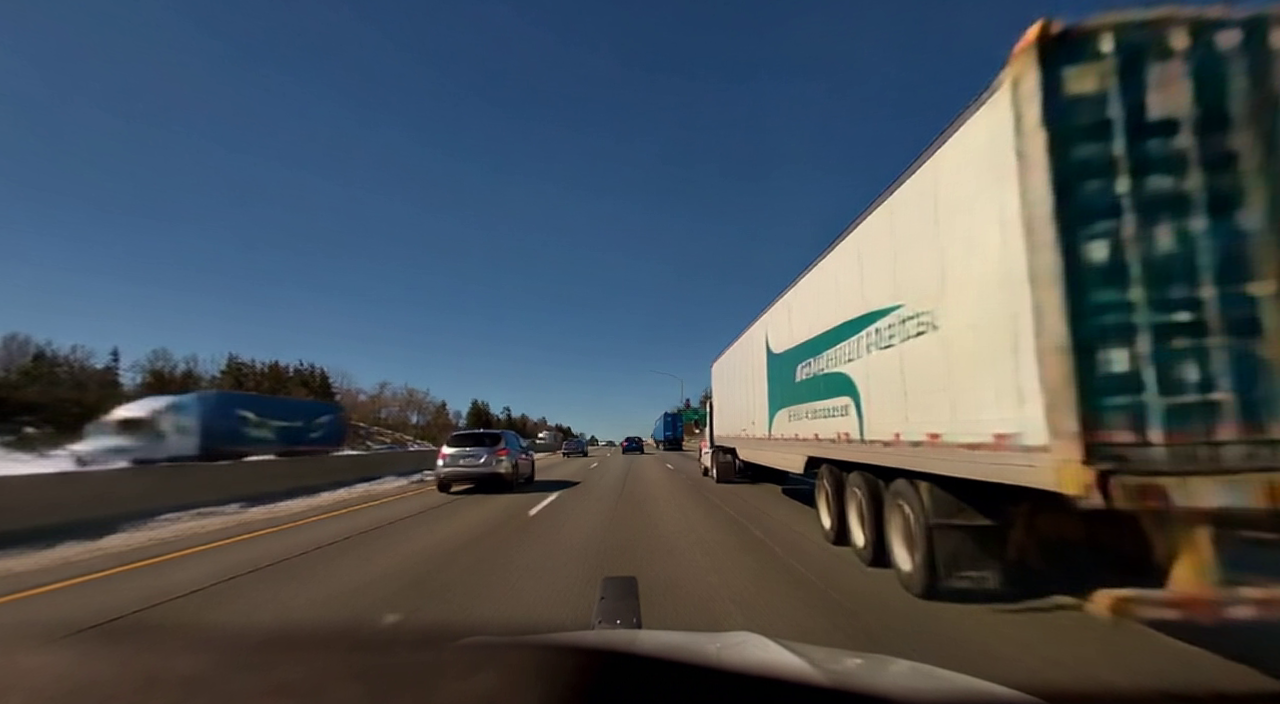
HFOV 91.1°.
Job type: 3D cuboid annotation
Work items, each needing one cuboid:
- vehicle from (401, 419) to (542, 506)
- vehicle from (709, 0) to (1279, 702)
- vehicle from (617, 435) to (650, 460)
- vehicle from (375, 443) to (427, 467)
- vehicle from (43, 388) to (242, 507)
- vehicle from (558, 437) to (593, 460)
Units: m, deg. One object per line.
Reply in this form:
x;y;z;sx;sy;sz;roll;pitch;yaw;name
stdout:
-3.658;2.464;14.600;2.054;1.671;4.445;0;-8;0;vehicle
3.607;0.688;10.605;2.959;4.058;14.485;0;-8;-1;vehicle
-0.441;6.276;41.593;2.088;1.567;4.240;0;-8;-1;vehicle
-16.118;6.929;42.612;1.840;1.483;4.105;-1;-8;0;vehicle
-19.982;3.823;25.848;3.399;4.308;5.546;0;-7;-1;vehicle
-4.387;6.624;43.476;2.021;1.514;4.190;0;-8;-1;vehicle
